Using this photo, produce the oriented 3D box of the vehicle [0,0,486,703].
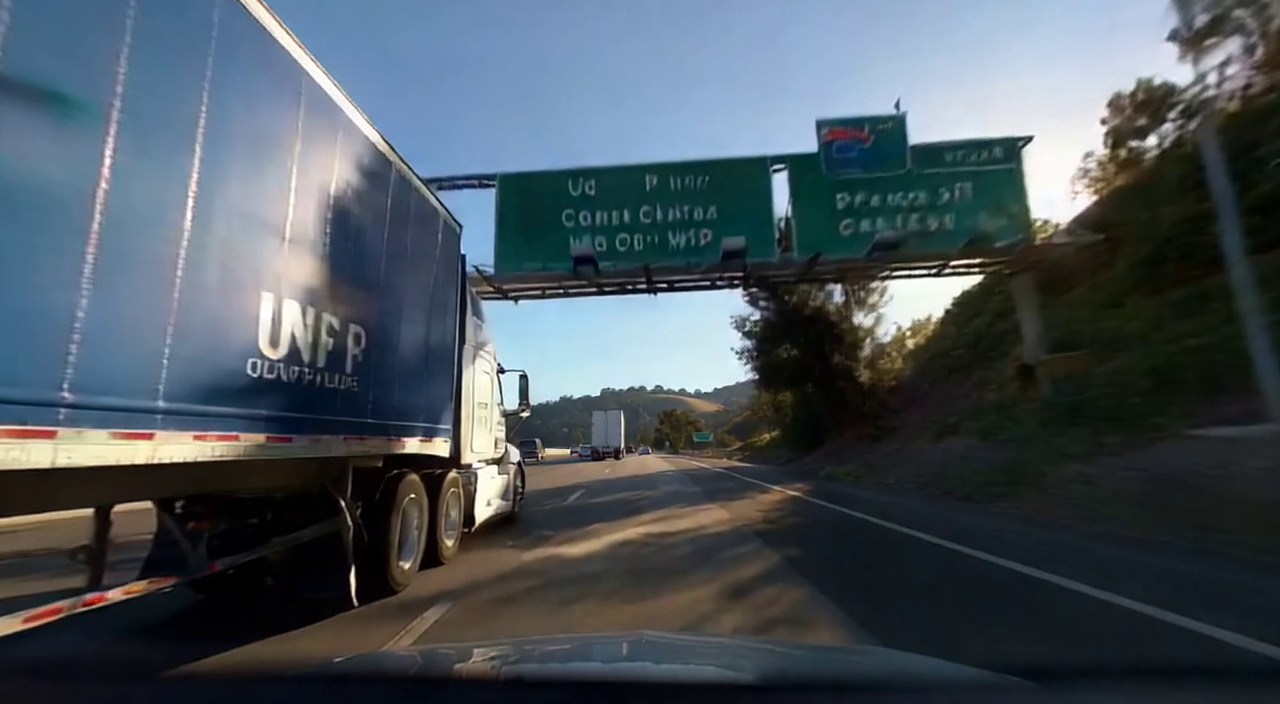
[{"bbox_3d":[-3.451,-0.369,1.021,2.963,4.128,13.357,0,-8,0],"label":"vehicle"}]
